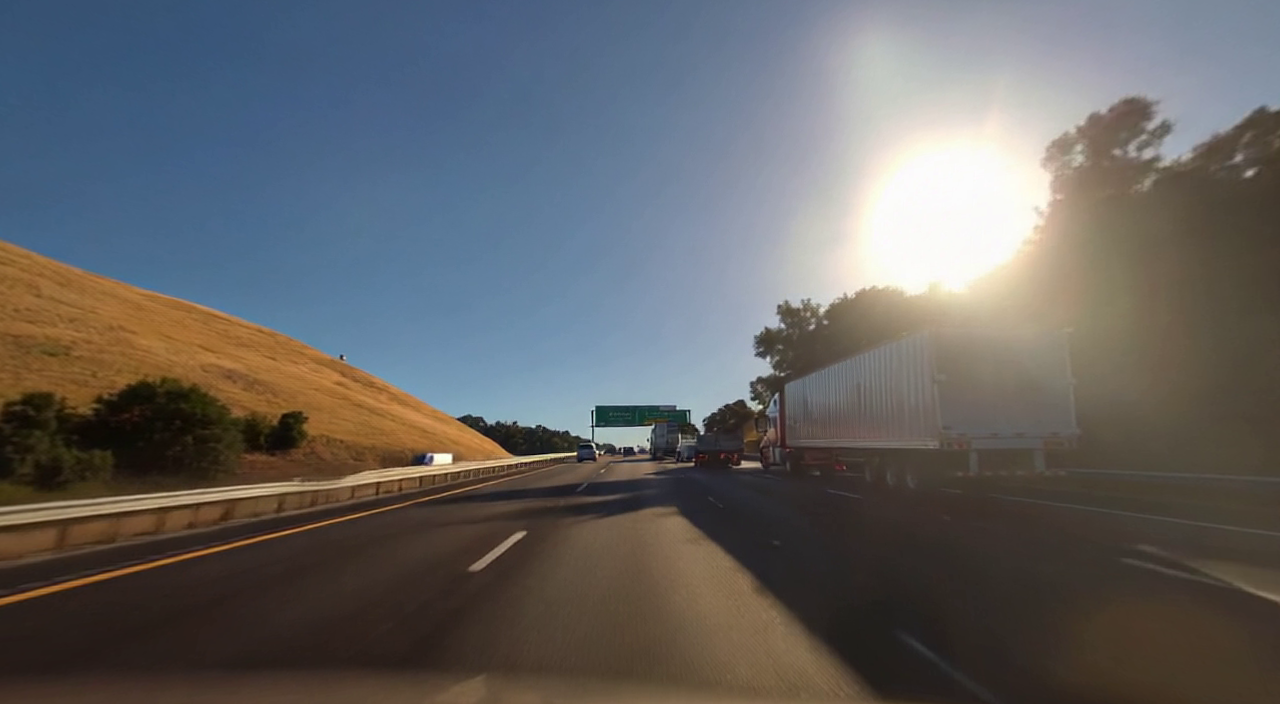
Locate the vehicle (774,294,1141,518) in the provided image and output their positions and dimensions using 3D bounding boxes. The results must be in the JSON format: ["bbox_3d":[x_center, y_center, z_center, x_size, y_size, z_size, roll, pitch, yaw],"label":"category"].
[{"bbox_3d":[7.588,2.209,19.923,2.935,4.187,16.357,0,-9,-1],"label":"vehicle"}]

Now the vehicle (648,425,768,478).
[{"bbox_3d":[3.000,4.525,28.752,5.075,2.277,2.365,0,-9,-3],"label":"vehicle"}]
